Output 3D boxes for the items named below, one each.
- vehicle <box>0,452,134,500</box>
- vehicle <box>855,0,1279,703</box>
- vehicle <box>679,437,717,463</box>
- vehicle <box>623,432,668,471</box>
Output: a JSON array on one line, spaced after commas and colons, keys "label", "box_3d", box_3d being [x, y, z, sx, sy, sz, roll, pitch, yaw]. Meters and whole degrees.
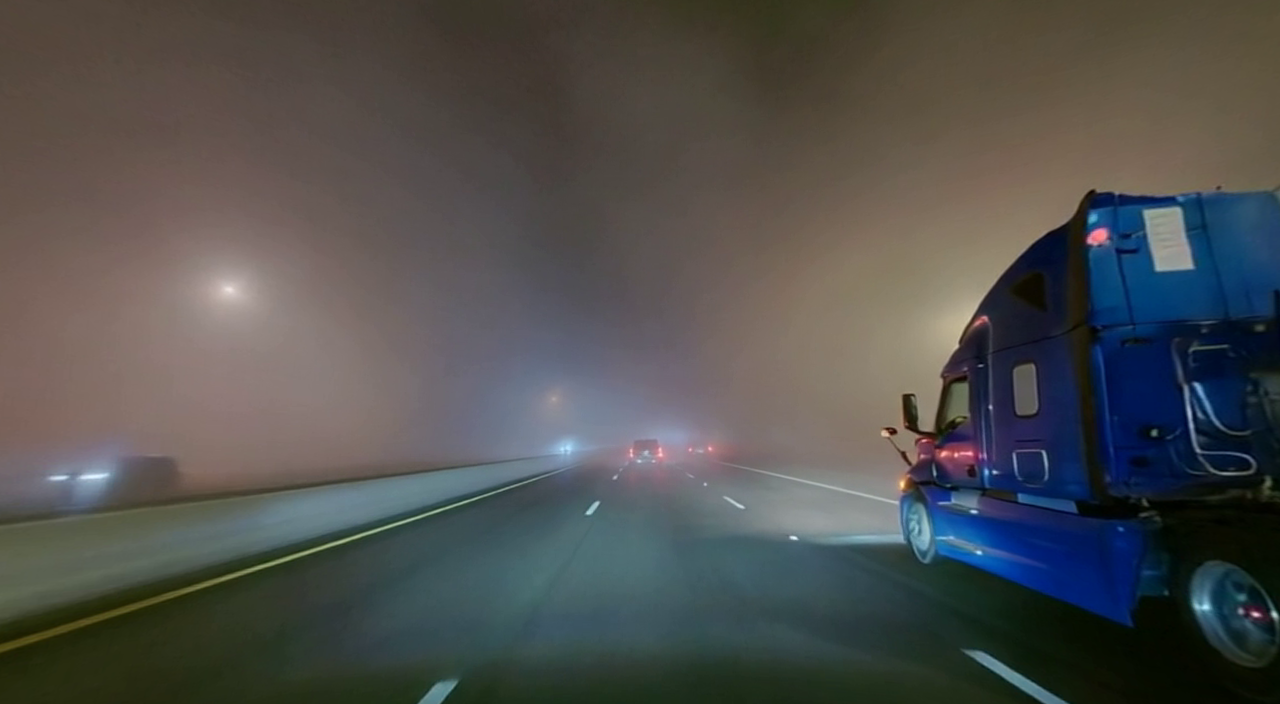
[{"label": "vehicle", "box_3d": [-20.934, 4.328, 22.418, 1.899, 1.469, 4.605, -1, -8, 3]}, {"label": "vehicle", "box_3d": [4.303, -0.015, 3.768, 3.030, 3.985, 8.655, -1, -8, 1]}, {"label": "vehicle", "box_3d": [4.213, 7.272, 46.789, 2.215, 1.798, 4.776, 0, -8, -1]}, {"label": "vehicle", "box_3d": [0.267, 5.221, 33.169, 2.205, 1.860, 4.301, 0, -8, -1]}]
